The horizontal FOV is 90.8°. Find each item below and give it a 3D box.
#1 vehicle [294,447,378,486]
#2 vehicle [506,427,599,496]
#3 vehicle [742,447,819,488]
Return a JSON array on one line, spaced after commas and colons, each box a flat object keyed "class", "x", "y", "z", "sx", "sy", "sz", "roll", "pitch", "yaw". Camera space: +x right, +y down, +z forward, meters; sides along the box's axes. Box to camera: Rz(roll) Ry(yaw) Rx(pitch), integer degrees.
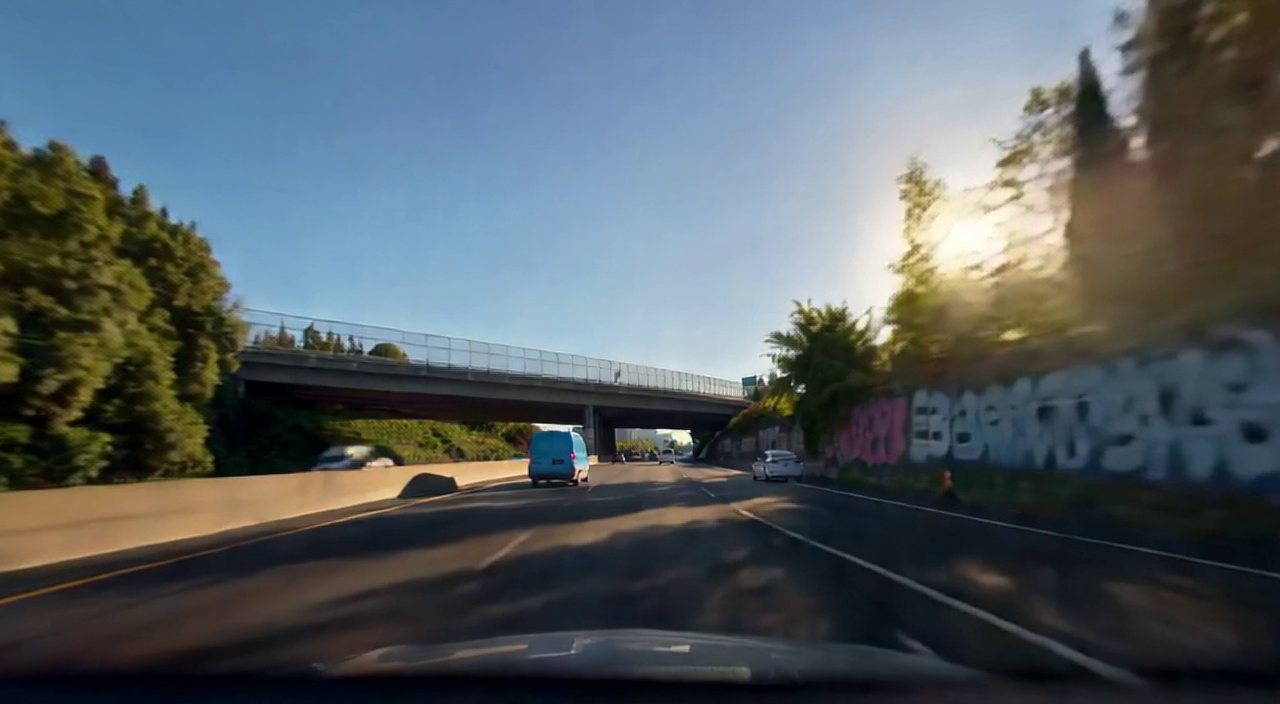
[{"class": "vehicle", "x": -16.609, "y": 6.256, "z": 34.788, "sx": 2.134, "sy": 1.981, "sz": 4.851, "roll": 0, "pitch": -9, "yaw": 1}, {"class": "vehicle", "x": -2.743, "y": 3.633, "z": 21.260, "sx": 2.310, "sy": 2.030, "sz": 5.094, "roll": 0, "pitch": -9, "yaw": 1}, {"class": "vehicle", "x": 5.651, "y": 4.663, "z": 25.926, "sx": 1.972, "sy": 1.492, "sz": 4.623, "roll": 0, "pitch": -9, "yaw": -2}]
